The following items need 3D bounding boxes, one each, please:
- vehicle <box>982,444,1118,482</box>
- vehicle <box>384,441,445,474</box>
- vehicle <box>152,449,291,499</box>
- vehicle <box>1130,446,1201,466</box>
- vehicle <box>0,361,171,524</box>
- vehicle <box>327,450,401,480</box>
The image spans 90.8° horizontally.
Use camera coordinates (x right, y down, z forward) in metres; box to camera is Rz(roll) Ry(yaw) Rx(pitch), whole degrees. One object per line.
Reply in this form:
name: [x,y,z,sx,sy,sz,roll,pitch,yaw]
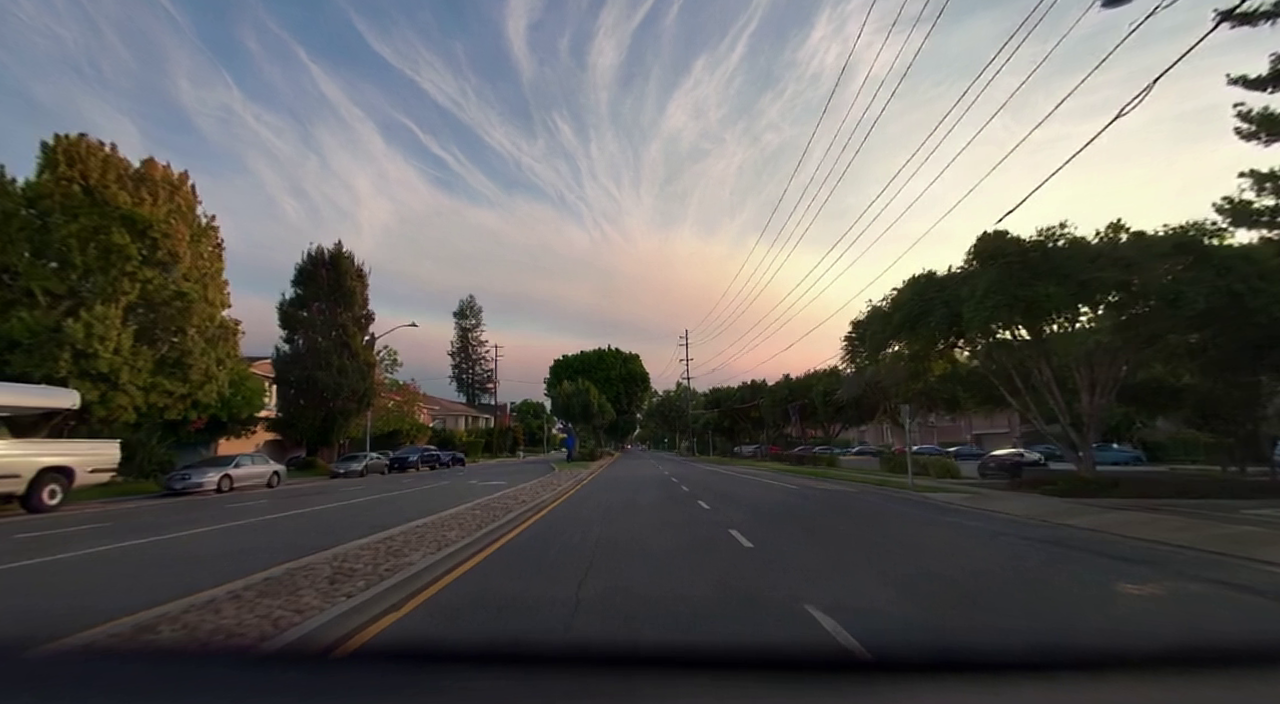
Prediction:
vehicle: [17.860,4.811,27.657,4.567,1.535,2.156,1,-9,-6]
vehicle: [-15.170,7.108,42.817,2.298,1.979,4.920,-3,-8,0]
vehicle: [-15.451,4.496,23.701,2.029,1.520,4.615,-4,-8,1]
vehicle: [40.233,7.940,48.438,1.707,1.473,3.778,2,-9,-16]
vehicle: [-15.325,2.067,13.786,3.434,3.448,8.662,-4,-9,1]
vehicle: [-15.372,6.285,35.452,2.058,1.479,4.519,-1,-8,1]
